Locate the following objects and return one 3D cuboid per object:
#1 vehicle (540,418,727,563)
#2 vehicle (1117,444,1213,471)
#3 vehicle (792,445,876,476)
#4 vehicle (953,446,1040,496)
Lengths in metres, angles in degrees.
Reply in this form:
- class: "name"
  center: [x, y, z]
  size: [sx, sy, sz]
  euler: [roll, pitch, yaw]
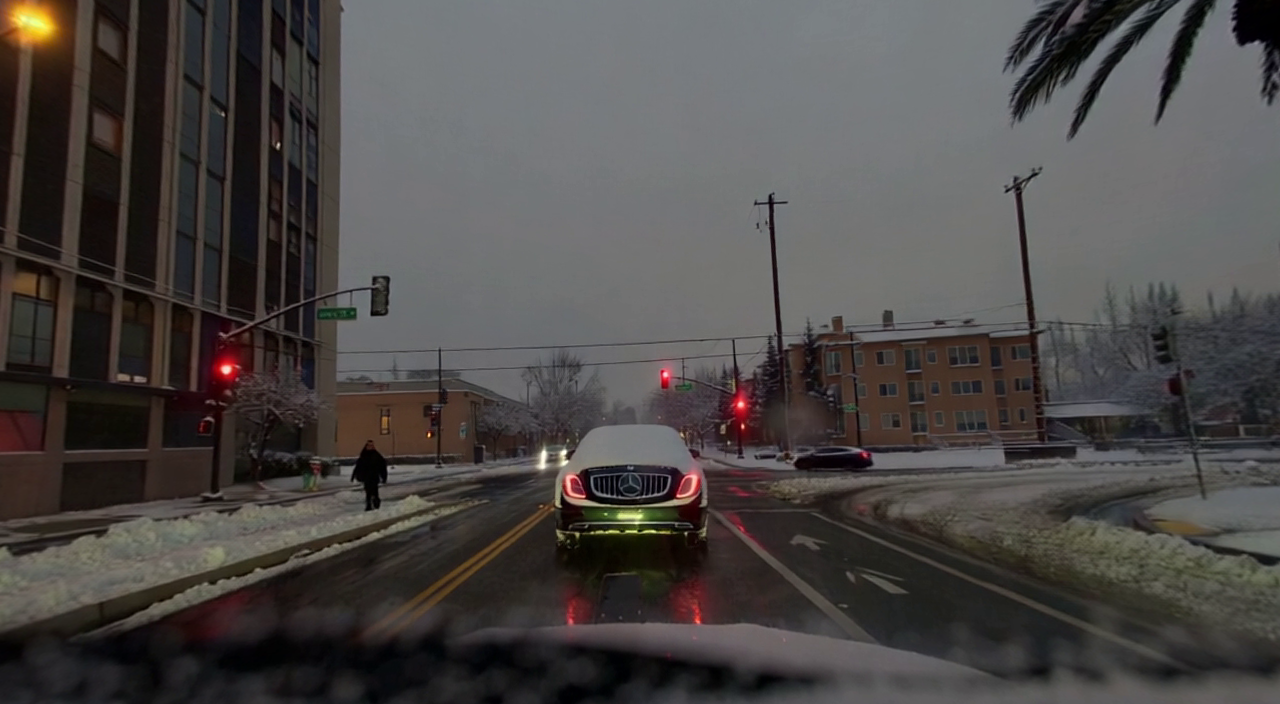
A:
- class: "vehicle"
  center: [-0.077, 1.877, 9.237]
  size: [2.144, 1.643, 3.770]
  euler: [0, -8, 0]
- class: "vehicle"
  center: [32.174, 6.465, 38.764]
  size: [4.234, 1.613, 1.812]
  euler: [0, -8, -1]
- class: "vehicle"
  center: [11.227, 6.229, 36.538]
  size: [4.494, 1.704, 1.976]
  euler: [-3, -9, 20]
- class: "vehicle"
  center: [12.974, 4.234, 22.869]
  size: [2.004, 1.593, 4.118]
  euler: [-7, -11, 37]
